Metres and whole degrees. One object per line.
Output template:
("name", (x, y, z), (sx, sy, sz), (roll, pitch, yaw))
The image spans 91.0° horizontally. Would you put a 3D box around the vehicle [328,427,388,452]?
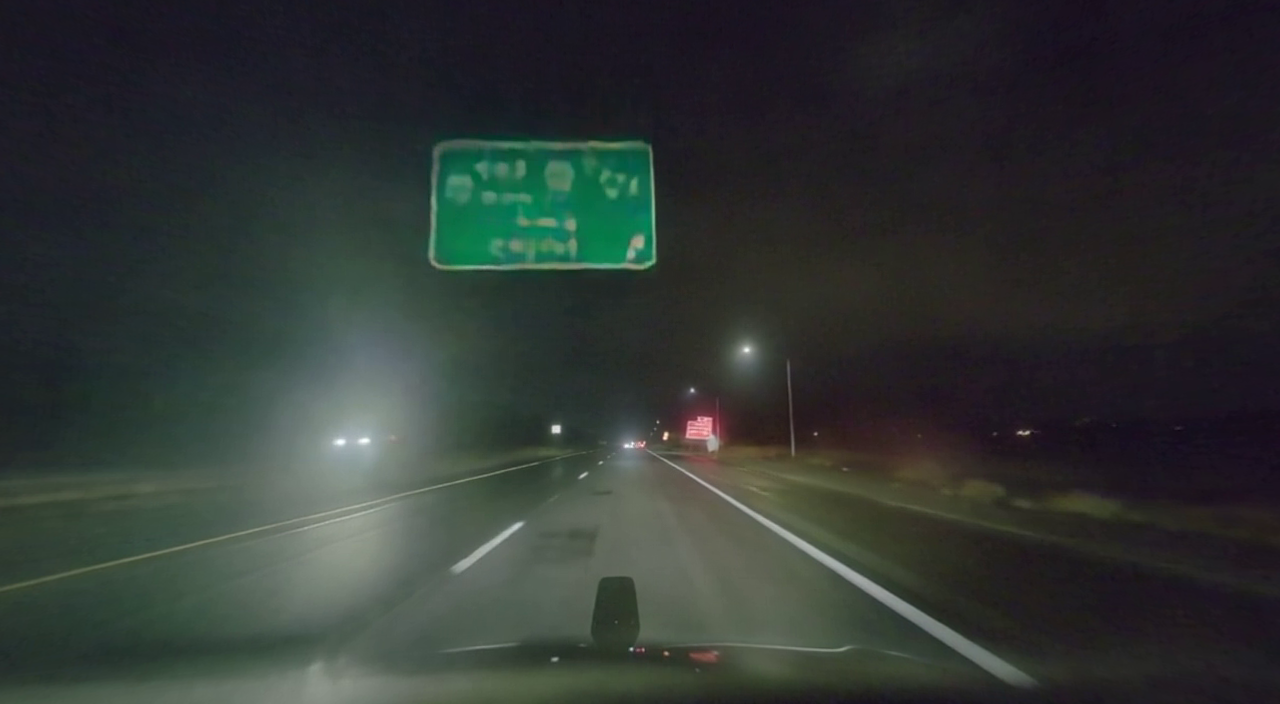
("vehicle", (-17.316, 5.418, 38.828), (1.821, 1.413, 4.027), (-1, -8, 1))
